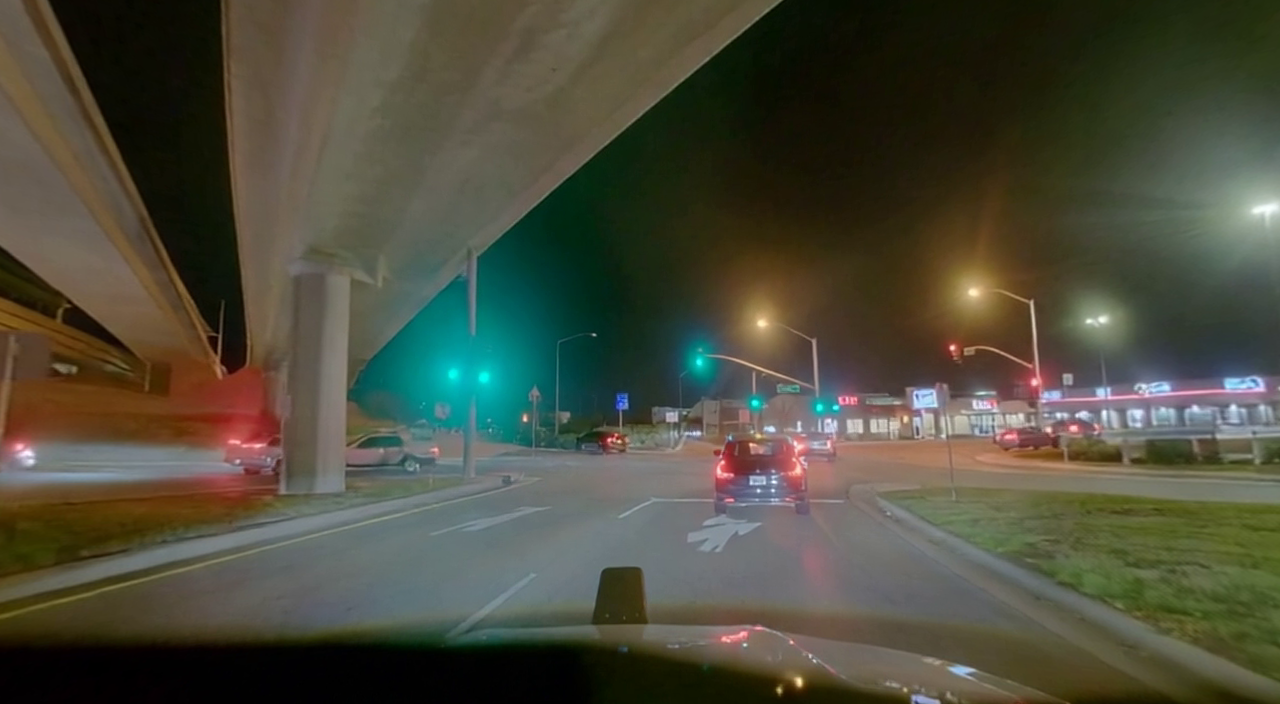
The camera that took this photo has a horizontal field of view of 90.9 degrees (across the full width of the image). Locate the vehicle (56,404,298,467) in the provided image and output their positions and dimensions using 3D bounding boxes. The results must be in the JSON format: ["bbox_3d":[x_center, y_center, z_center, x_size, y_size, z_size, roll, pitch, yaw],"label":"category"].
[{"bbox_3d":[-31.291,5.852,44.223,3.136,3.659,13.988,-3,-8,21],"label":"vehicle"}]

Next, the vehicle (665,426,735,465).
[{"bbox_3d":[2.452,4.022,27.167,2.332,1.543,4.730,0,-8,-3],"label":"vehicle"}]

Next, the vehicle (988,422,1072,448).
[{"bbox_3d":[25.008,5.344,40.442,4.755,1.623,2.290,4,-9,-25],"label":"vehicle"}]

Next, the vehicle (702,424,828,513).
[{"bbox_3d":[2.487,2.409,13.543,2.195,1.571,4.353,-1,-8,6],"label":"vehicle"}]

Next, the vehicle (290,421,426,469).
[{"bbox_3d":[-11.972,3.987,27.075,4.761,1.930,2.175,0,-8,-3],"label":"vehicle"}]

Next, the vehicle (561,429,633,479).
[{"bbox_3d":[-1.542,3.471,21.744,2.214,1.519,4.704,1,-8,-6],"label":"vehicle"}]
